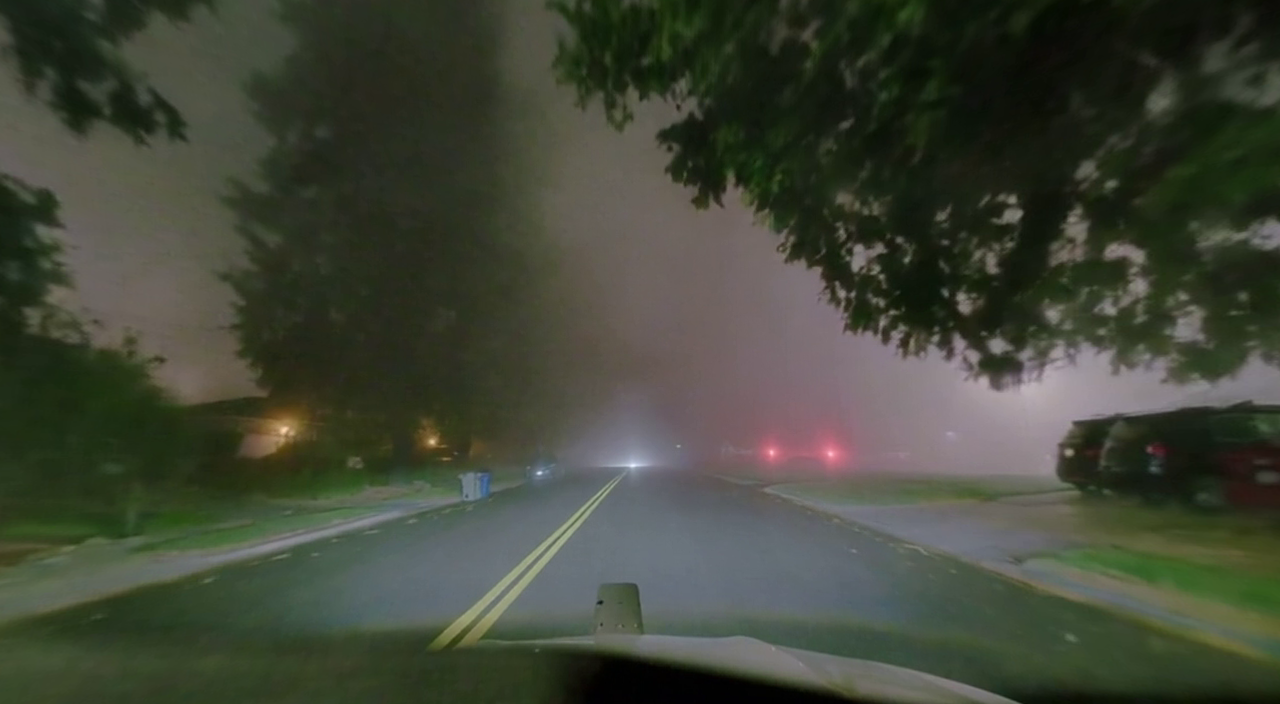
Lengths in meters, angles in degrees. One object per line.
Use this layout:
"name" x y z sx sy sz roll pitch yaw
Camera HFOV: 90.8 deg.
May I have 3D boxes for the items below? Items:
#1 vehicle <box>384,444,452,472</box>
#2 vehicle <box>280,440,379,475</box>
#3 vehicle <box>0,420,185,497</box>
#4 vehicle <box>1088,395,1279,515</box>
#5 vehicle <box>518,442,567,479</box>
"vehicle" -16.619 7.939 47.229 4.742 1.495 1.963 -11 -11 23
"vehicle" -14.485 4.869 29.374 4.668 1.491 1.941 -6 -10 32
"vehicle" -14.279 2.738 16.427 4.537 1.751 2.051 -5 -10 28
"vehicle" 9.791 1.506 9.379 4.599 1.622 1.998 -3 -9 18
"vehicle" -5.418 6.190 35.599 1.924 1.765 4.542 -3 -12 2
